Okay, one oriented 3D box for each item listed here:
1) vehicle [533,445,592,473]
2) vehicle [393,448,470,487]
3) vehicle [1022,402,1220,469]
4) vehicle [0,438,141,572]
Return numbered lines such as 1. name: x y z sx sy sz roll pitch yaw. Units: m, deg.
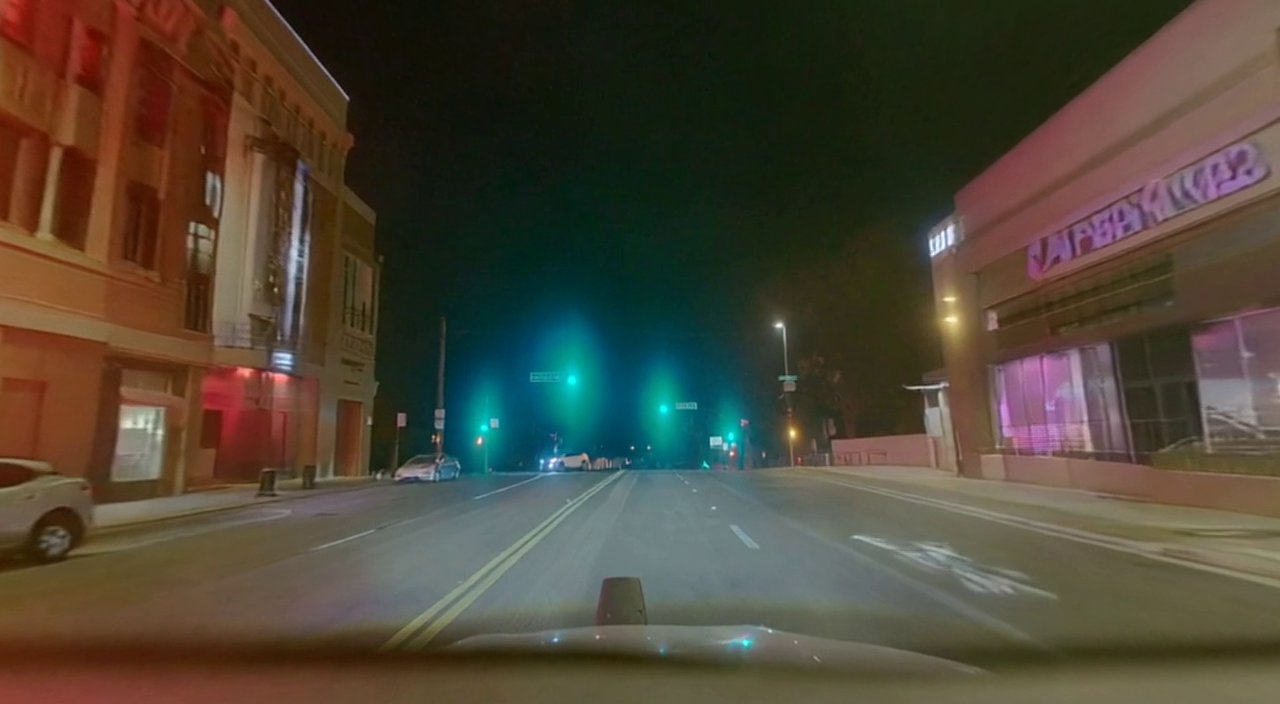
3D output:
1. vehicle: -4.368 6.103 36.171 1.984 1.489 4.515 -2 -9 12
2. vehicle: -9.049 5.024 27.749 1.908 1.529 4.522 0 -8 -1
3. vehicle: 15.216 2.755 20.505 2.180 1.848 5.417 -1 -8 1
4. vehicle: -8.842 1.838 7.455 1.961 1.627 4.634 0 -8 2
